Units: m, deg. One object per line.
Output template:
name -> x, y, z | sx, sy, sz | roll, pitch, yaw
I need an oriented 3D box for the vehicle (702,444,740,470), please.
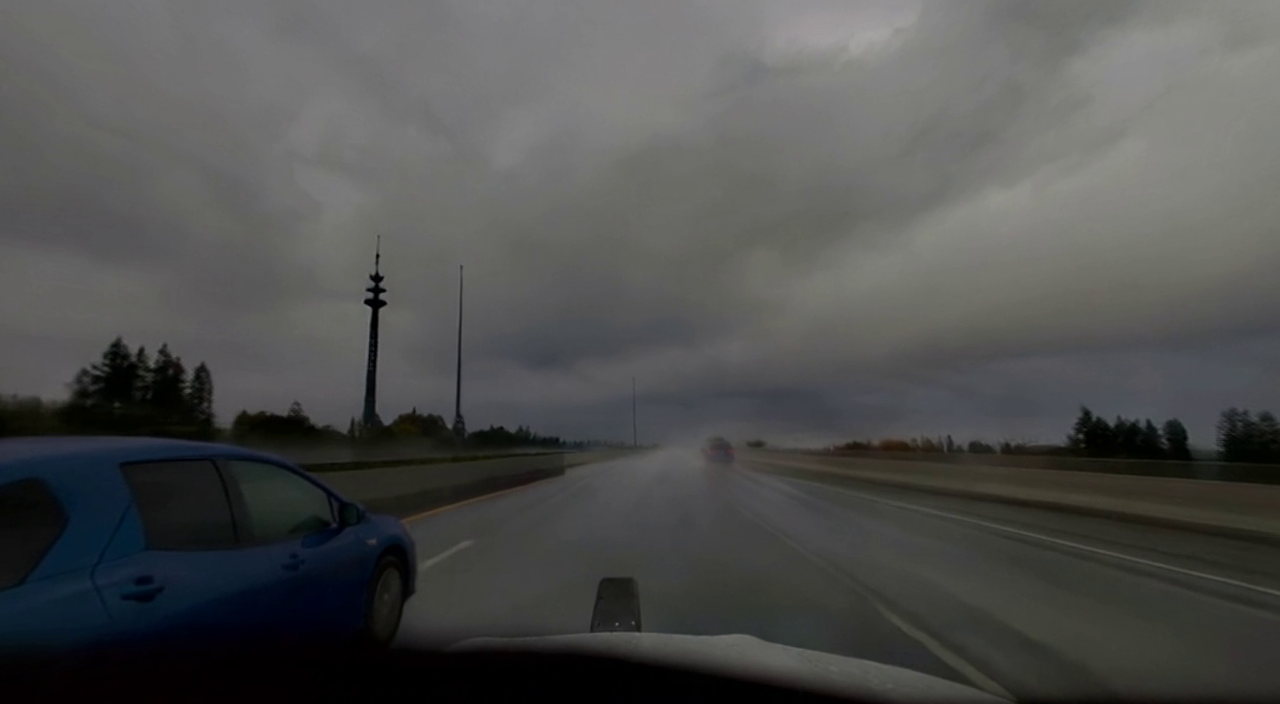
vehicle -> 5.069, 6.599, 39.976 | 2.030, 1.526, 4.165 | 0, -8, 2
